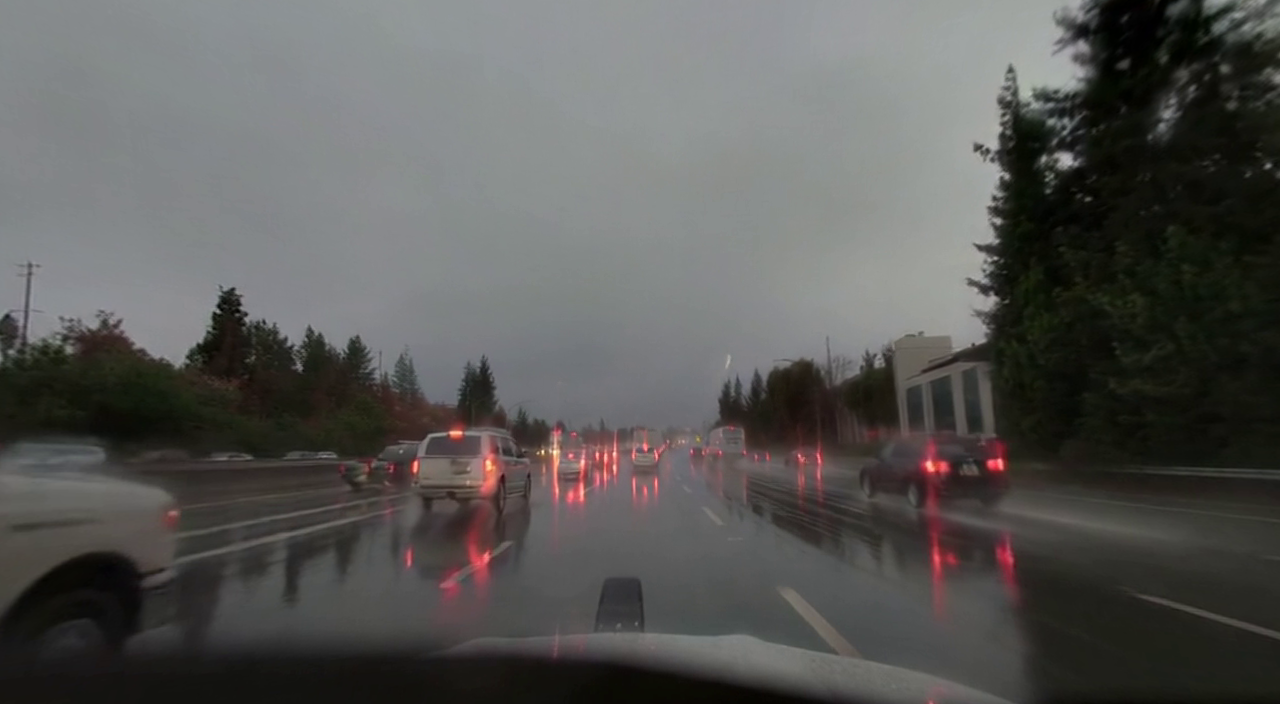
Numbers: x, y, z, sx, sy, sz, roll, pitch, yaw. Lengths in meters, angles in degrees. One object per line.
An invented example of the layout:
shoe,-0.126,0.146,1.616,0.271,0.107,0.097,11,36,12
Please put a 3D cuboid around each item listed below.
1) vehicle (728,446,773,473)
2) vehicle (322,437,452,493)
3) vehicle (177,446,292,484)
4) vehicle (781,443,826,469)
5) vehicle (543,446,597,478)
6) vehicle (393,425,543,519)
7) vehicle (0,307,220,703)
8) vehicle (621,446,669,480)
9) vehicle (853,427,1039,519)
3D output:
vehicle,6.446,6.295,37.128,1.895,1.488,4.254,0,-9,0
vehicle,-8.914,4.039,22.911,2.322,1.743,5.624,0,-9,1
vehicle,-17.949,4.987,28.161,1.728,1.537,4.734,-1,-9,4
vehicle,11.233,7.204,43.604,1.988,1.676,4.262,0,-9,1
vehicle,-3.329,5.330,30.708,2.025,1.449,4.190,0,-9,1
vehicle,-3.555,2.586,14.030,2.012,1.734,4.510,0,-9,1
vehicle,-3.472,0.555,1.022,2.234,1.809,4.768,0,-9,0
vehicle,0.232,5.009,28.660,2.053,1.461,3.941,0,-9,1
vehicle,6.614,2.659,14.302,1.992,1.745,4.329,0,-9,0
